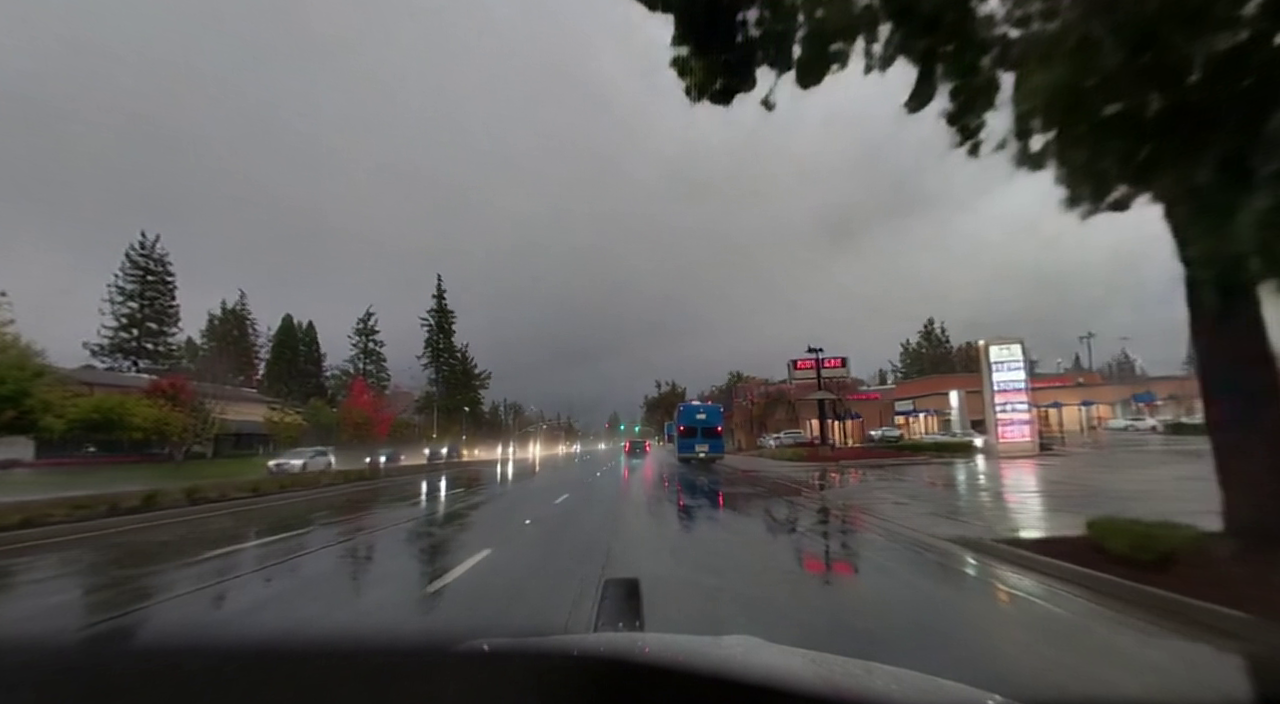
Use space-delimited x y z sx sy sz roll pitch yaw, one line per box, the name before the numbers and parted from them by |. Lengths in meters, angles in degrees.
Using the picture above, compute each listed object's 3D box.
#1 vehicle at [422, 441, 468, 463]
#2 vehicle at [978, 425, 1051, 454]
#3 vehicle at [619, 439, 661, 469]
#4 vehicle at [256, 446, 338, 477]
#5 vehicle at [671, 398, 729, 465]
vehicle | -14.970 7.700 48.681 1.983 1.630 4.568 0 -9 2
vehicle | 24.348 5.656 41.072 4.430 1.659 1.905 2 -8 -28
vehicle | -0.051 5.608 34.730 2.103 1.506 4.742 0 -9 -1
vehicle | -18.281 5.850 33.952 1.832 1.528 4.603 0 -9 -1
vehicle | 3.768 5.358 41.682 2.896 3.921 8.415 0 -9 -1
